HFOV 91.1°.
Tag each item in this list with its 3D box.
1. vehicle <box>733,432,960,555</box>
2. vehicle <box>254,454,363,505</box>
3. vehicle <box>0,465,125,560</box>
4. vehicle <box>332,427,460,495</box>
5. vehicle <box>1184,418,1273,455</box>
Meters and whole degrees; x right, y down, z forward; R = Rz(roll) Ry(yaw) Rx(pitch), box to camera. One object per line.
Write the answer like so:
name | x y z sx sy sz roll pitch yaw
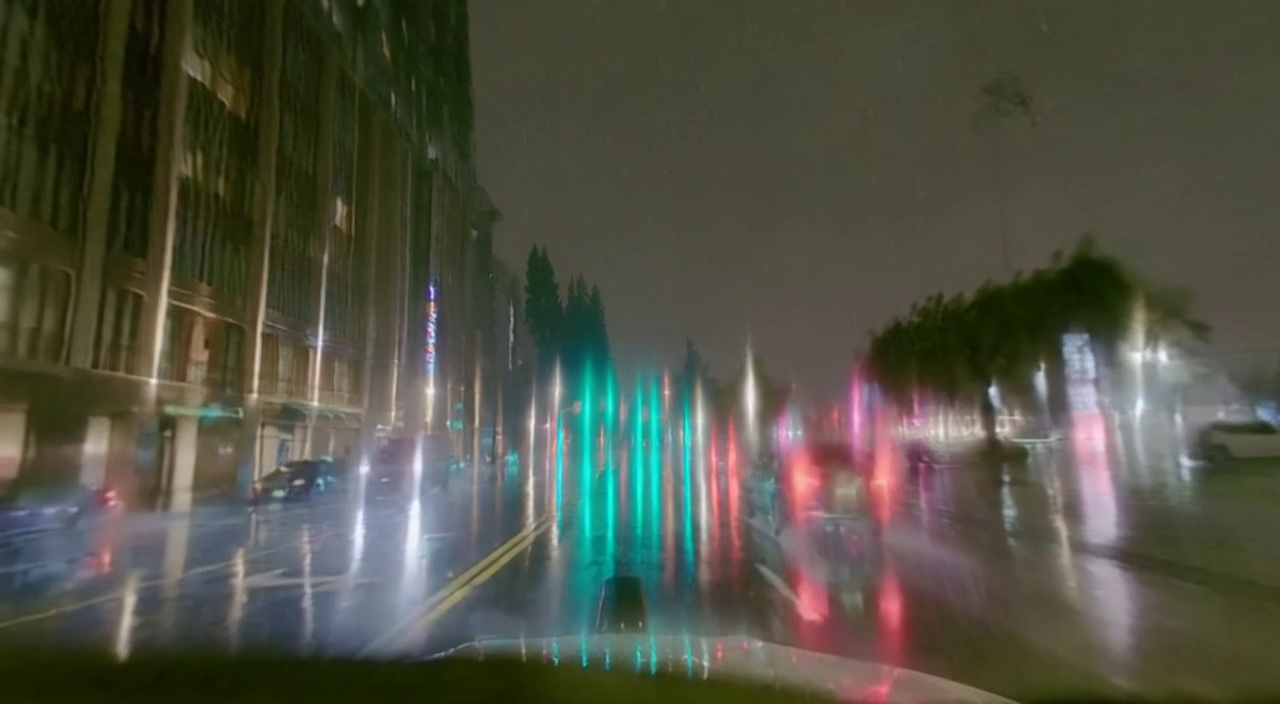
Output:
vehicle | 2.928 2.103 10.112 2.080 1.524 4.348 0 -8 -1
vehicle | -12.234 4.685 23.509 1.867 1.583 4.108 -1 -8 -1
vehicle | -12.228 2.953 11.367 1.910 1.511 4.565 -1 -7 0
vehicle | -8.391 3.808 22.289 2.379 2.086 5.321 0 -8 0
vehicle | 32.410 4.740 34.745 2.005 1.825 4.889 -5 -10 25
